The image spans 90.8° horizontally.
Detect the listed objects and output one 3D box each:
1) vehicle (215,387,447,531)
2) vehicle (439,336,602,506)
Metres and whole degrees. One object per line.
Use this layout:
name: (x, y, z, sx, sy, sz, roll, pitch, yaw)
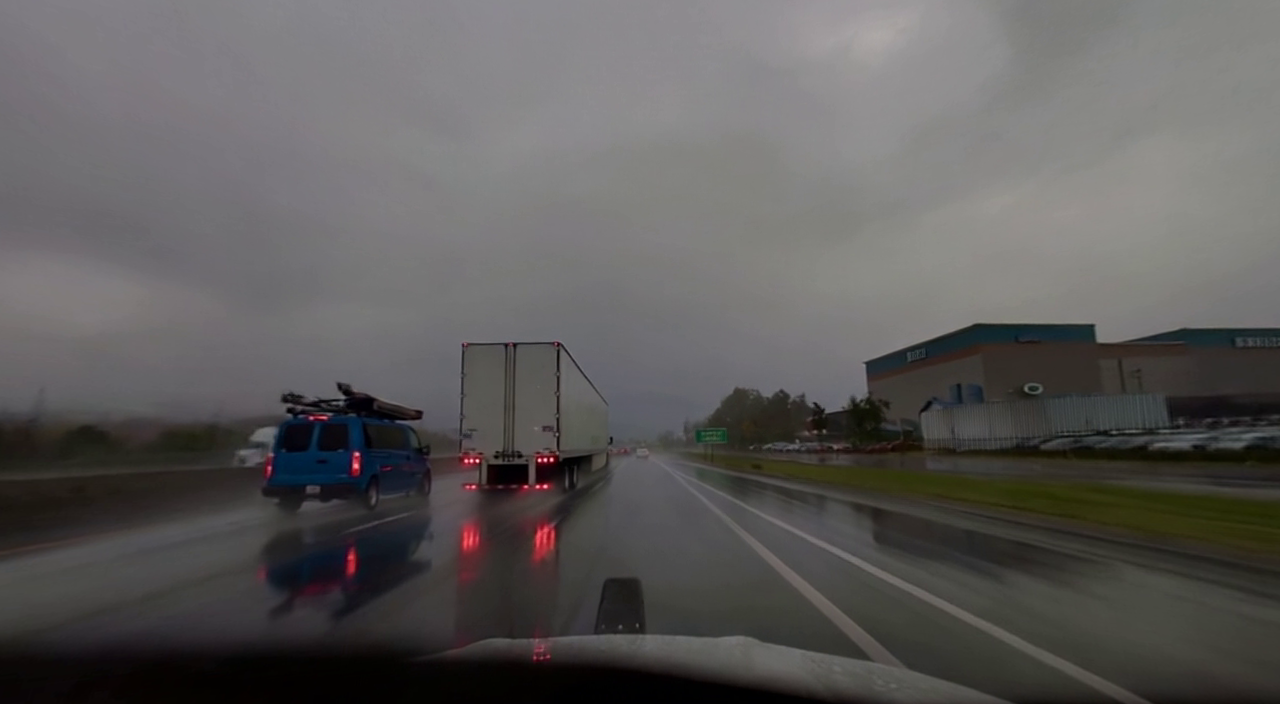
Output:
vehicle: (-6.721, 2.441, 14.905, 2.385, 2.672, 6.049, 0, -9, 0)
vehicle: (-3.393, 2.897, 23.651, 2.939, 4.132, 16.303, 1, -9, 0)
